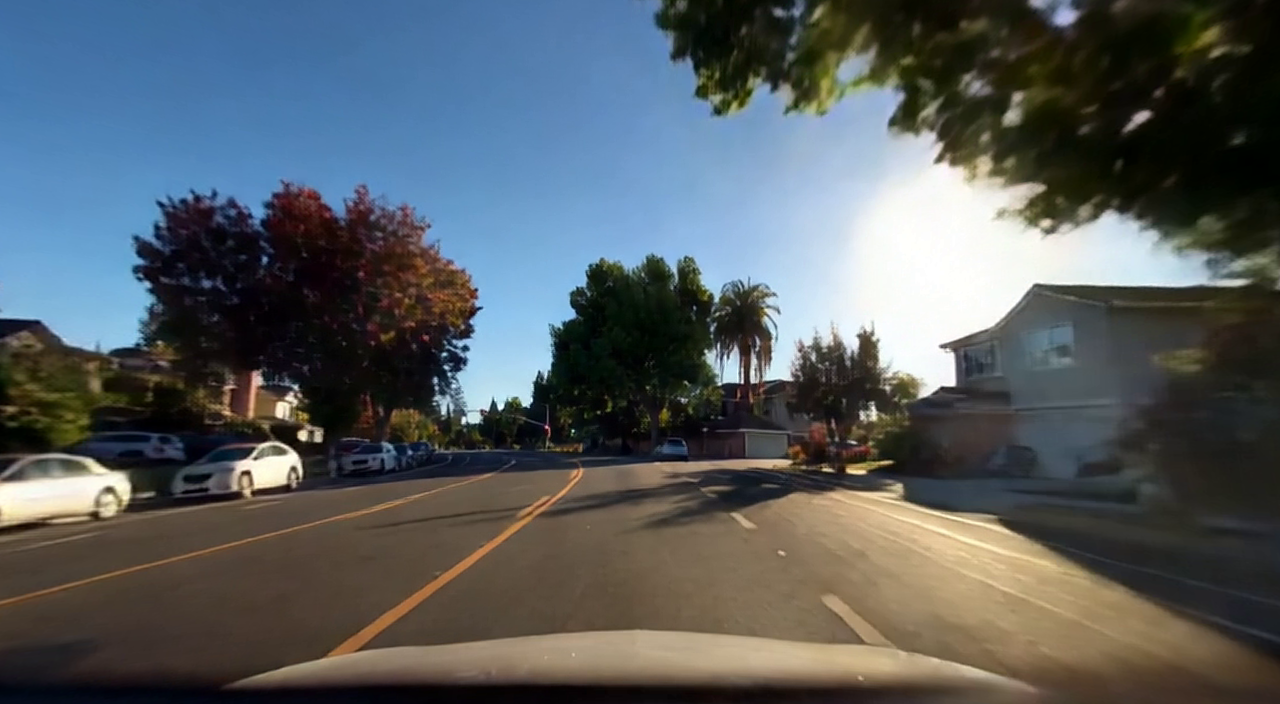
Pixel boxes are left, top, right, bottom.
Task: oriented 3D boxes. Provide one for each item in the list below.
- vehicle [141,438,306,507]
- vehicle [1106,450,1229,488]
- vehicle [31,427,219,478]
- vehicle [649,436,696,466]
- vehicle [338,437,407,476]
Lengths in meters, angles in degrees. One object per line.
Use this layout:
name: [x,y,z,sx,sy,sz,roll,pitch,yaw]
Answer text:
vehicle: [-12.141,3.487,18.872,2.032,1.773,4.471,1,-8,-3]
vehicle: [22.704,5.013,27.419,1.917,1.479,3.833,0,-8,-2]
vehicle: [-19.753,3.889,24.502,5.061,1.840,2.236,2,-8,-9]
vehicle: [1.791,5.675,36.529,1.951,1.620,4.582,1,-8,-7]
vehicle: [-13.477,5.279,32.161,2.146,1.806,4.733,2,-8,-10]
